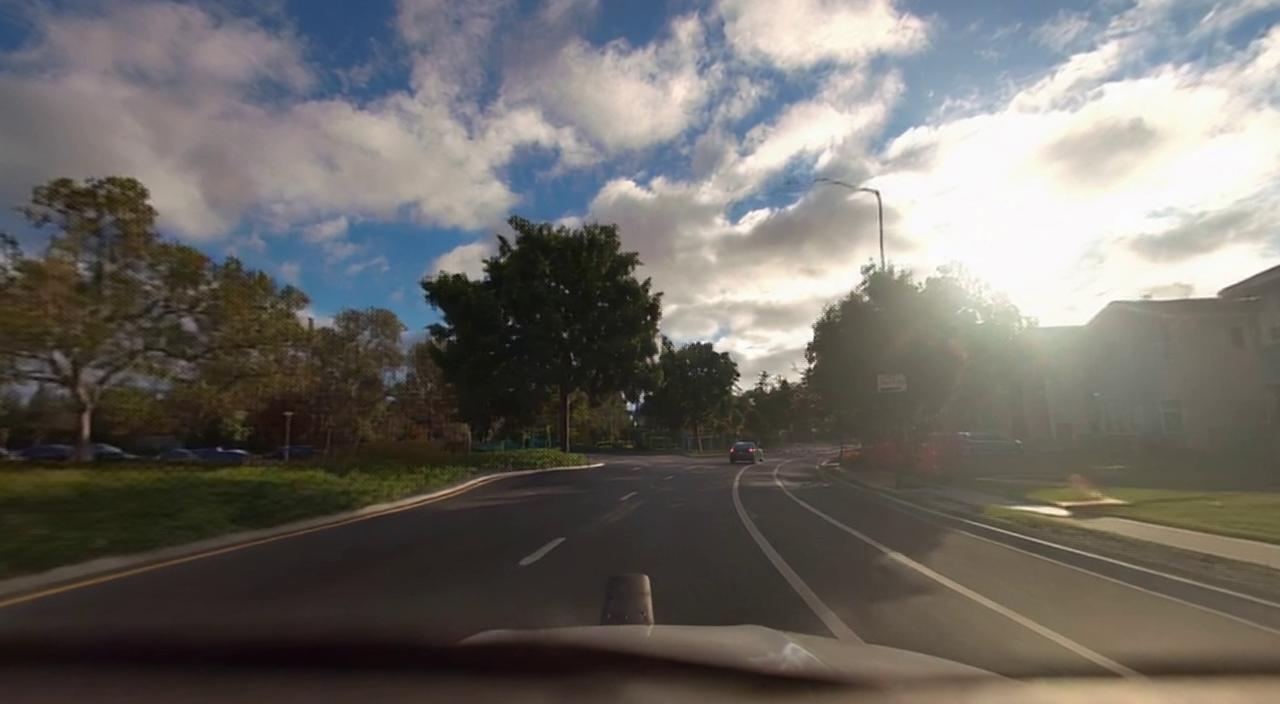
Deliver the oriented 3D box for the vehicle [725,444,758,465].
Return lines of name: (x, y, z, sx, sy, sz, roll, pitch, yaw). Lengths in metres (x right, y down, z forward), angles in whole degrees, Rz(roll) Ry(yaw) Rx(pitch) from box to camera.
vehicle: (7.619, 7.622, 46.842, 2.050, 1.456, 4.003, -2, -9, 14)

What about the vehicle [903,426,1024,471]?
vehicle: (15.459, 4.625, 30.410, 4.672, 2.044, 2.248, -2, -8, 12)
